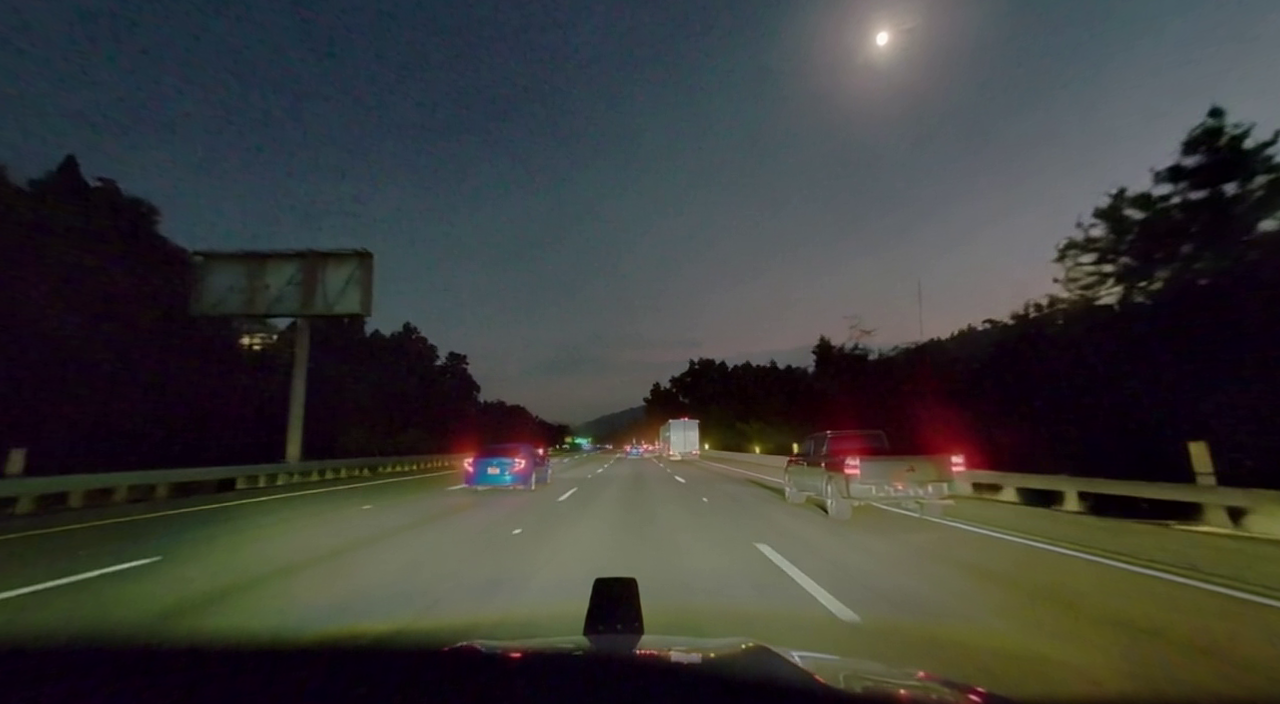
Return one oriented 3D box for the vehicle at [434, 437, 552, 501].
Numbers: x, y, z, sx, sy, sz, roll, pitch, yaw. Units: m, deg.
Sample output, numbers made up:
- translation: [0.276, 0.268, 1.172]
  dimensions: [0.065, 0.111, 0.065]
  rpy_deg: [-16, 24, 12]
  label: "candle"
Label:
- translation: [-3.770, 3.096, 17.090]
  dimensions: [2.090, 1.487, 4.276]
  rpy_deg: [0, -9, 1]
  label: "vehicle"
